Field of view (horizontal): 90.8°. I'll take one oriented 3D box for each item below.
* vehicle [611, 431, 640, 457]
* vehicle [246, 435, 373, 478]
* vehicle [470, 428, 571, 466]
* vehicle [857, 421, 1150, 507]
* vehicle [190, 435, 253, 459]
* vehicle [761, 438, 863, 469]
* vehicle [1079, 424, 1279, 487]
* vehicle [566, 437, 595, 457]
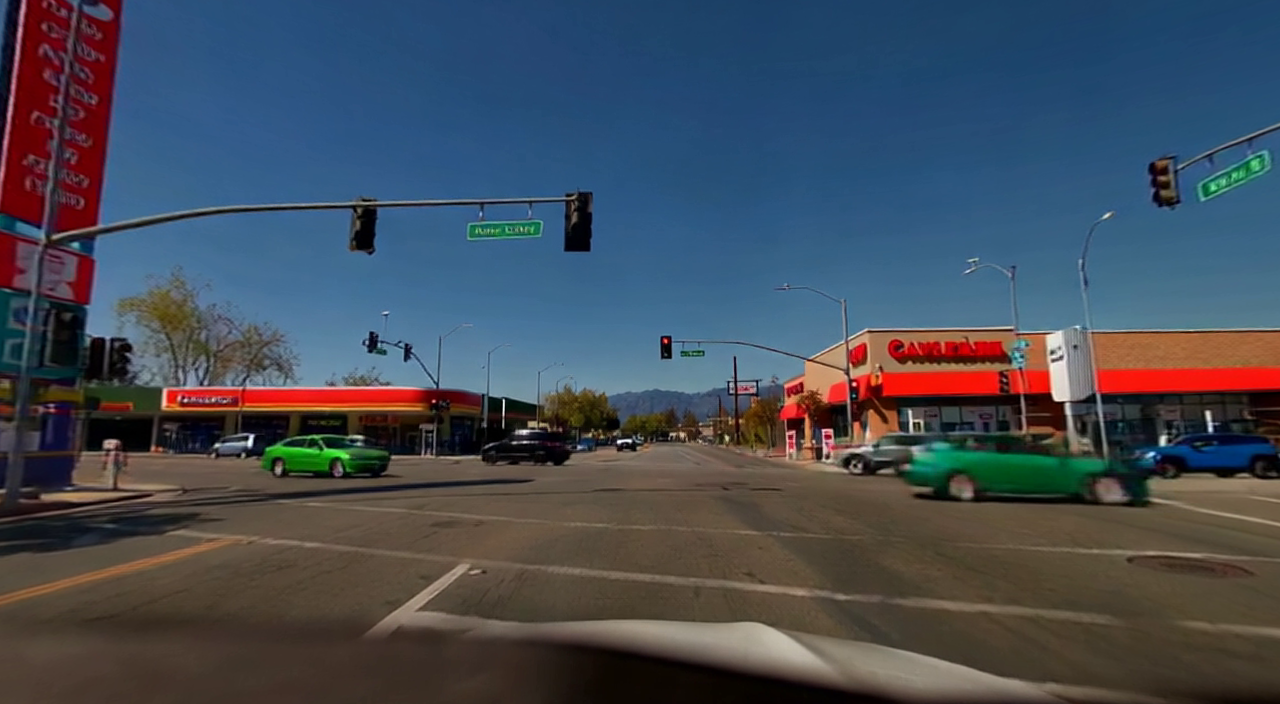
[{"bbox_3d":[-1.134,6.874,47.070,2.083,1.764,5.011,0,-8,-3],"label":"vehicle"},{"bbox_3d":[-12.461,3.902,23.754,4.670,1.458,1.959,-5,-10,30],"label":"vehicle"},{"bbox_3d":[-5.710,4.528,30.177,4.562,1.676,1.819,-5,-9,27],"label":"vehicle"},{"bbox_3d":[7.158,2.252,12.996,4.806,1.482,1.862,-5,-9,27],"label":"vehicle"},{"bbox_3d":[-31.377,7.155,47.335,4.433,1.717,1.839,-5,-9,27],"label":"vehicle"},{"bbox_3d":[8.572,5.098,31.900,1.831,1.467,4.792,6,-10,-36],"label":"vehicle"},{"bbox_3d":[14.673,2.713,16.692,4.681,1.495,2.096,-4,-9,26],"label":"vehicle"},{"bbox_3d":[-4.595,7.387,49.168,2.003,1.481,4.091,0,-8,-2],"label":"vehicle"}]
